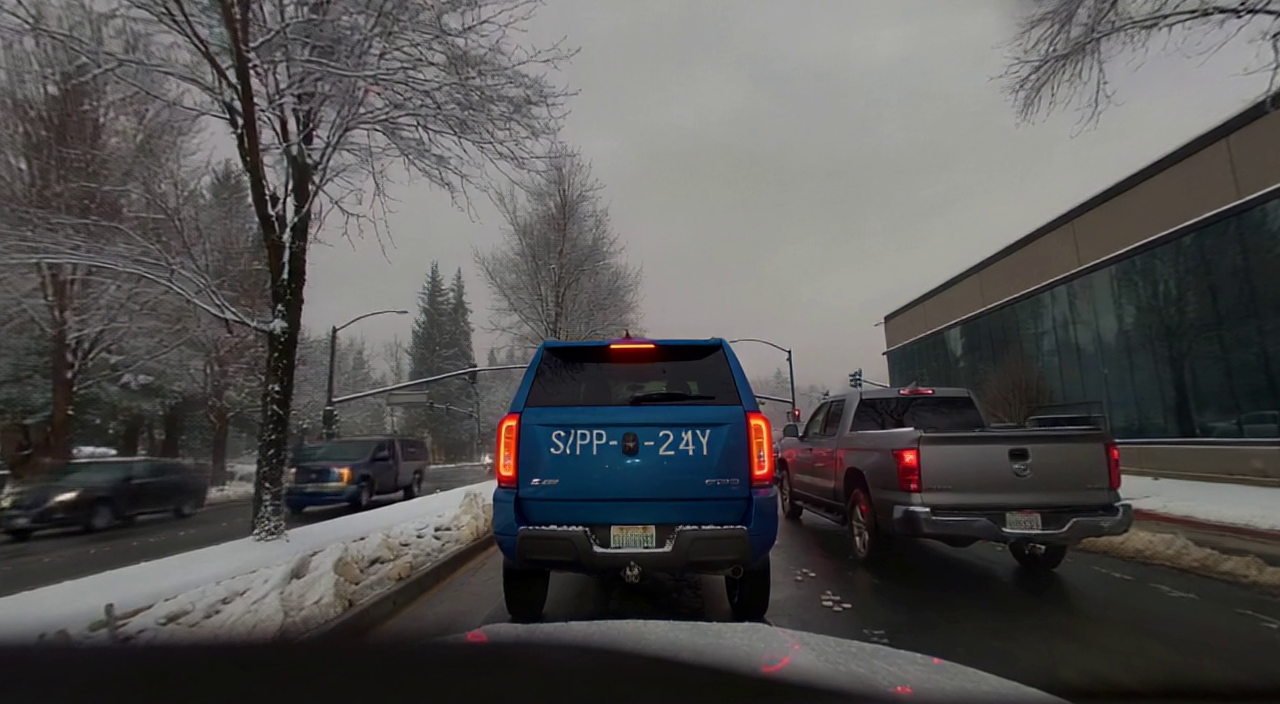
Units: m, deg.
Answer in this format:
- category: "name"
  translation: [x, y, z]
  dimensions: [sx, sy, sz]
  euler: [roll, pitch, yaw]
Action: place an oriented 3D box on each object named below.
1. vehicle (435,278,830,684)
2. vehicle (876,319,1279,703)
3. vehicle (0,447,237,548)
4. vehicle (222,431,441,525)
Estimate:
- category: "vehicle"
  translation: [0.011, 1.038, 5.946]
  dimensions: [2.267, 2.372, 4.366]
  euler: [0, -8, 2]
- category: "vehicle"
  translation: [3.079, 0.984, 3.469]
  dimensions: [2.022, 1.700, 4.410]
  euler: [0, -8, 3]
- category: "vehicle"
  translation: [-12.569, 3.416, 15.605]
  dimensions: [2.111, 1.917, 4.758]
  euler: [-5, -8, -1]
- category: "vehicle"
  translation: [-9.102, 3.798, 20.069]
  dimensions: [2.873, 2.199, 8.099]
  euler: [-3, -9, 1]
